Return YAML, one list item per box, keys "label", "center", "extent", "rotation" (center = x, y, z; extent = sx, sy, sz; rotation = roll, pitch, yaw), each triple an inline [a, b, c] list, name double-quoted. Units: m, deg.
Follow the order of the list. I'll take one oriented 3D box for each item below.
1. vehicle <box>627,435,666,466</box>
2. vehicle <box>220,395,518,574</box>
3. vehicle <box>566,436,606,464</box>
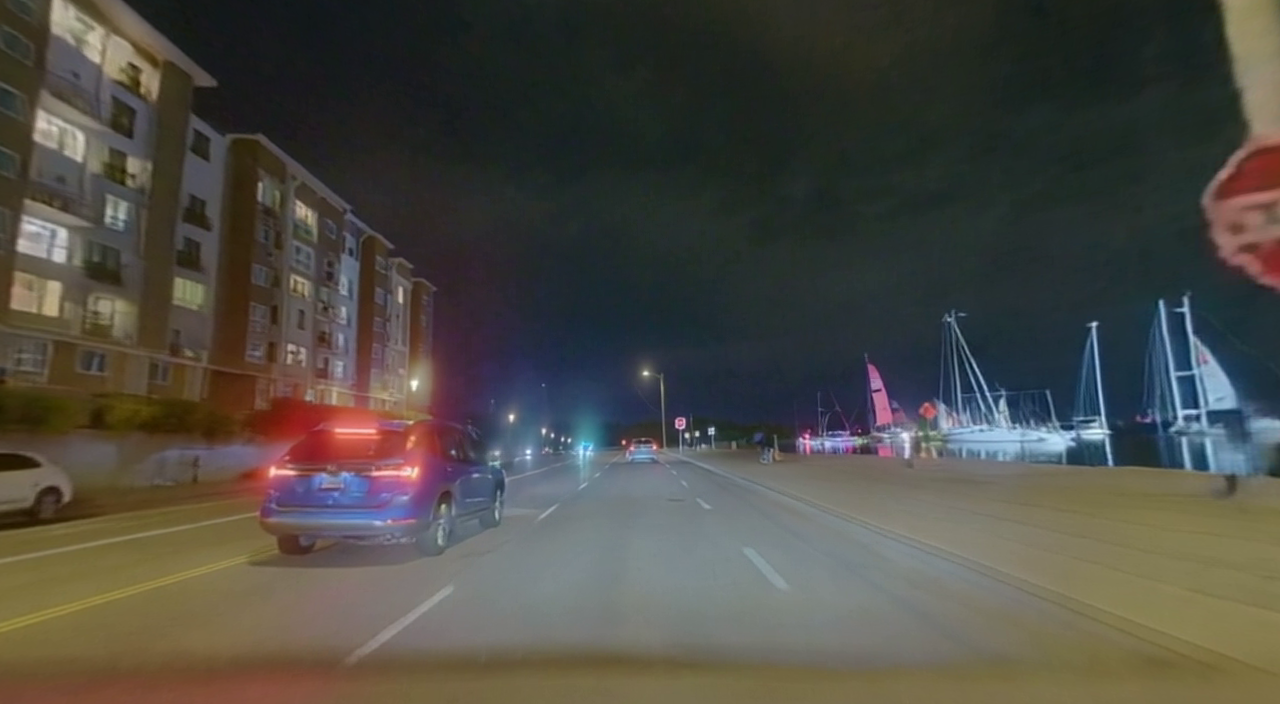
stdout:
- label: "vehicle"
  center: [0.338, 5.519, 35.376]
  extent: [2.057, 1.624, 3.726]
  rotation: [-1, -9, 0]
- label: "vehicle"
  center: [-3.259, 1.719, 8.925]
  extent: [2.082, 1.817, 4.724]
  rotation: [-1, -9, 0]
- label: "vehicle"
  center: [-3.338, 6.190, 39.894]
  extent: [2.056, 1.680, 4.205]
  rotation: [-1, -8, 1]
